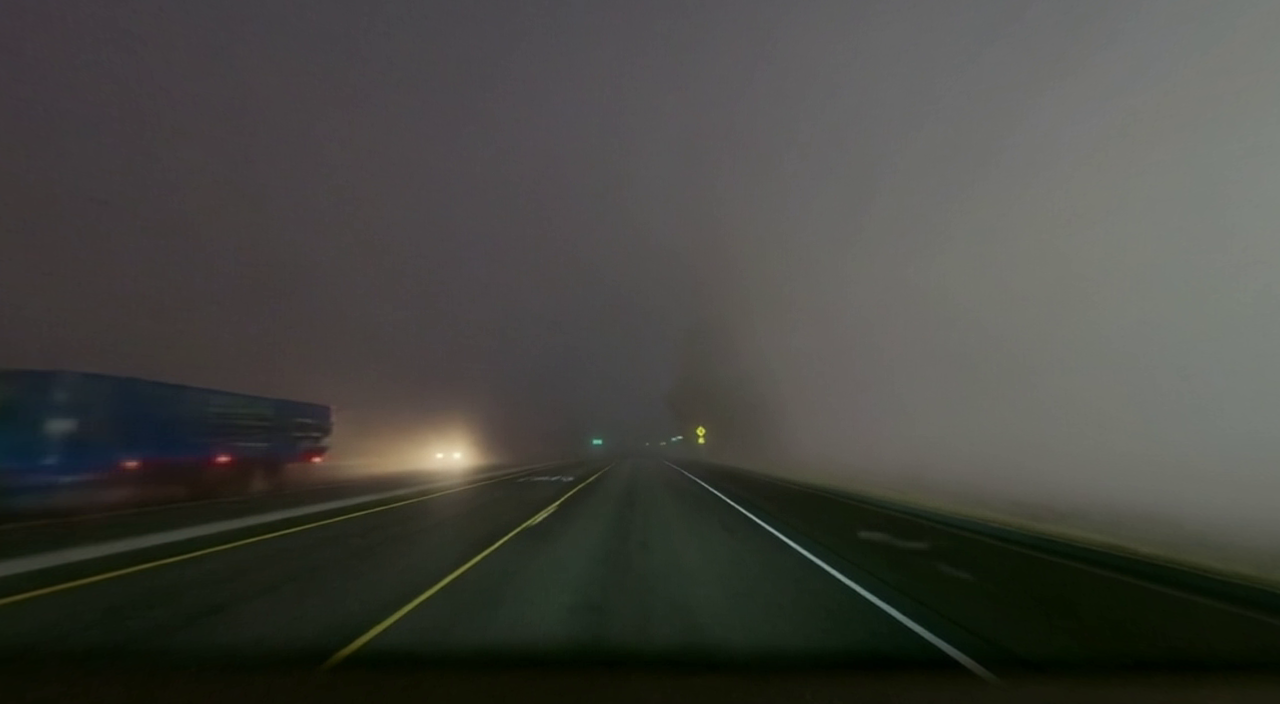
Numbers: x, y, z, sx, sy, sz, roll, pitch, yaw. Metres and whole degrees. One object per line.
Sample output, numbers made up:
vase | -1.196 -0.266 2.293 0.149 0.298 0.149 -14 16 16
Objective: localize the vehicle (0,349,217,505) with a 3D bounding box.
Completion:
vehicle | -17.274 2.252 18.229 3.008 3.803 9.935 0 -8 0

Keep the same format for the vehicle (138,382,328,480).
vehicle | -17.274 3.547 27.689 2.816 3.640 8.061 0 -8 1
